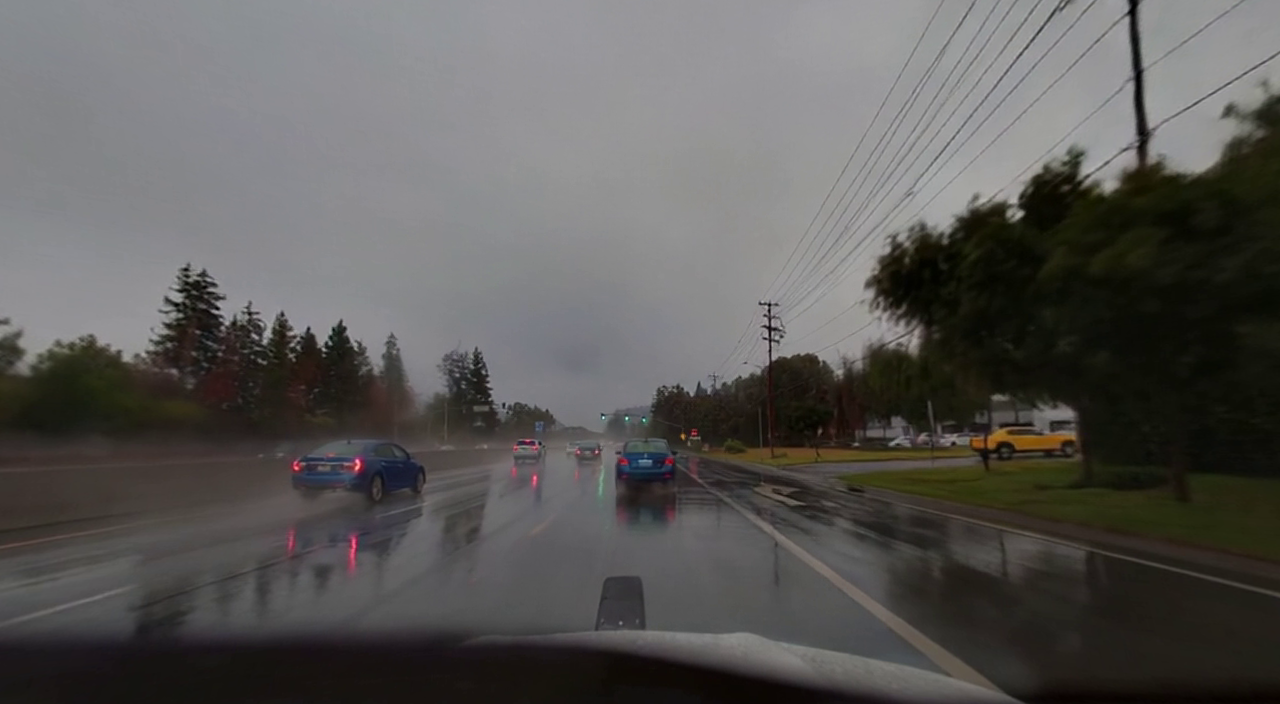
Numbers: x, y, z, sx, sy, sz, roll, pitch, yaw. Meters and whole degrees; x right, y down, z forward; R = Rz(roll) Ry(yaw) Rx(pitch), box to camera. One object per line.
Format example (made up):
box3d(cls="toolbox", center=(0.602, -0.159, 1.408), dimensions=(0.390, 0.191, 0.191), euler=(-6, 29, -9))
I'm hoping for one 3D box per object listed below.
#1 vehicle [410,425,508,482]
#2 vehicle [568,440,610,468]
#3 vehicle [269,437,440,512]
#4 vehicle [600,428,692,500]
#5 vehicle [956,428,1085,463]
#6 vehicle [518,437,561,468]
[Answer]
box3d(cls="vehicle", center=(-6.641, 3.810, 23.898), dimensions=(2.144, 1.905, 4.967), euler=(0, -8, 1))
box3d(cls="vehicle", center=(-2.905, 5.930, 36.809), dimensions=(2.055, 1.510, 3.961), euler=(0, -8, 1))
box3d(cls="vehicle", center=(-6.469, 2.800, 15.017), dimensions=(1.900, 1.483, 4.547), euler=(0, -8, 1))
box3d(cls="vehicle", center=(0.132, 2.920, 16.825), dimensions=(2.140, 1.653, 4.108), euler=(0, -8, 0))
box3d(cls="vehicle", center=(17.671, 4.366, 29.497), dimensions=(4.659, 1.572, 2.019), euler=(0, -8, 0))
box3d(cls="vehicle", center=(-6.041, 6.088, 38.450), dimensions=(1.914, 1.756, 4.179), euler=(0, -8, 1))
